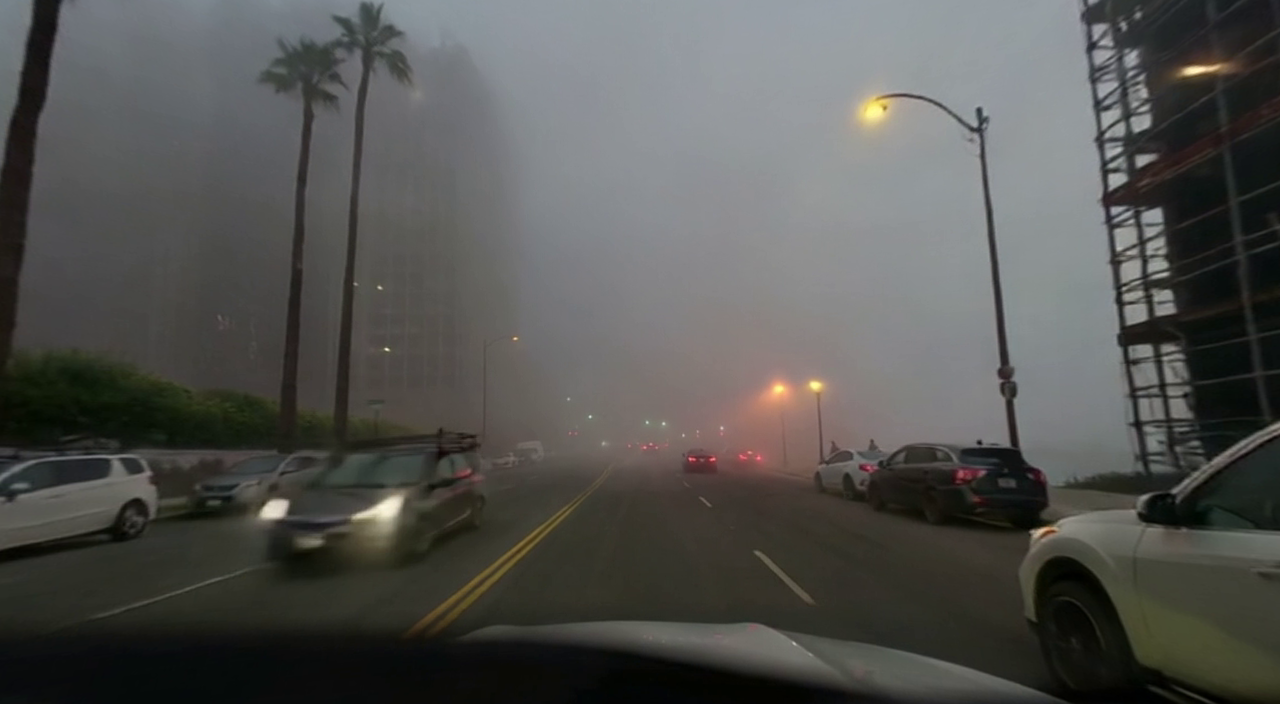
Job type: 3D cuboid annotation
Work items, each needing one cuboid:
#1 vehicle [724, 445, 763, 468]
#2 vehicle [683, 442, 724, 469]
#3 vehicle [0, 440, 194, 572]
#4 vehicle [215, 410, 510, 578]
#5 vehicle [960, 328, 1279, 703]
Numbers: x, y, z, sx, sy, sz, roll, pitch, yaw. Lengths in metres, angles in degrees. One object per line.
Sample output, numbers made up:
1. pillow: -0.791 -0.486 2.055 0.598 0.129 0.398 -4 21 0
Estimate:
1. vehicle: 6.961 7.051 42.847 1.819 1.435 4.337 0 -8 0
2. vehicle: 3.611 5.984 36.711 1.999 1.487 3.939 0 -8 0
3. vehicle: -9.658 2.242 9.556 2.051 1.762 5.059 -1 -8 1
4. vehicle: -3.327 1.791 8.767 2.096 1.716 4.300 0 -8 0
5. vehicle: 3.103 0.742 1.911 1.953 1.687 4.344 0 -8 0
